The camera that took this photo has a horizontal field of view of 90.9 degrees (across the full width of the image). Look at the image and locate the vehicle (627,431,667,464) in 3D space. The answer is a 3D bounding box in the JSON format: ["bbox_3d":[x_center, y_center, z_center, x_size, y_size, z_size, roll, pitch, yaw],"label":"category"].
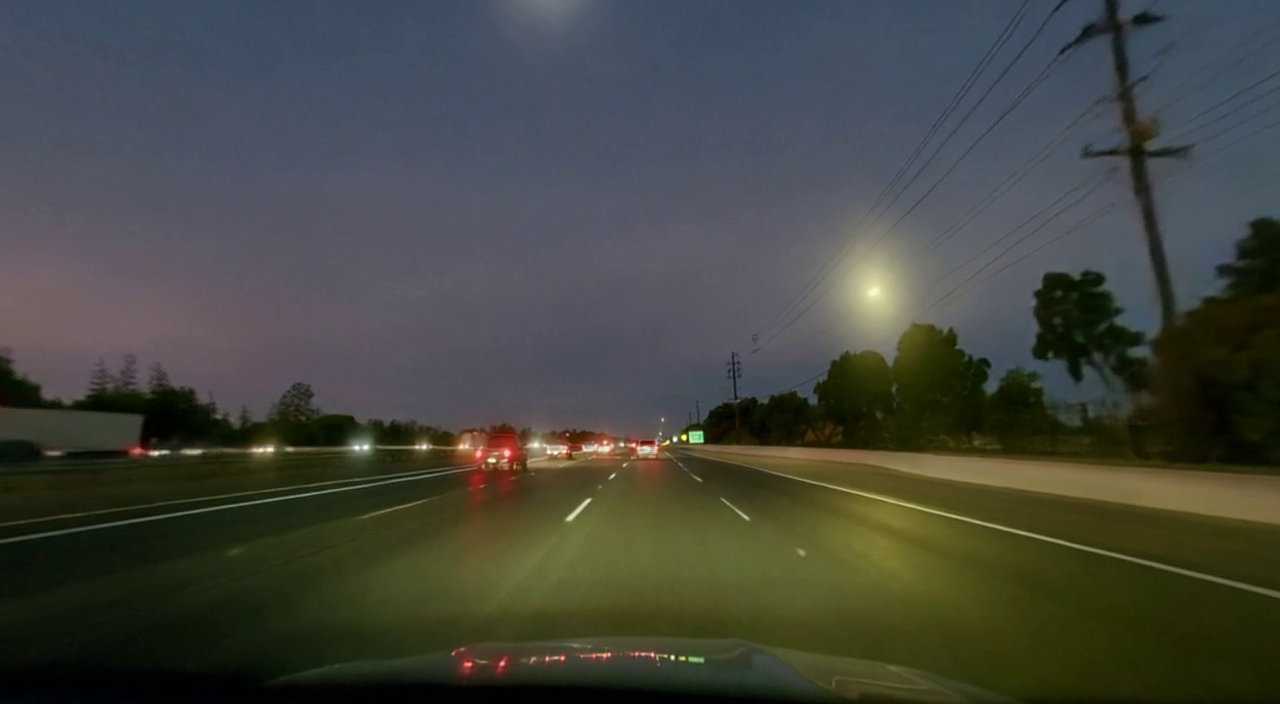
[{"bbox_3d":[0.442,6.195,41.076,2.448,2.025,5.193,0,-8,1],"label":"vehicle"}]

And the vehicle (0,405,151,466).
[{"bbox_3d":[-40.274,5.911,44.271,2.866,3.719,10.874,0,-8,2],"label":"vehicle"}]

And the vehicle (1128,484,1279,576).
[{"bbox_3d":[26.620,7.950,29.034,2.975,3.291,6.400,0,-8,-1],"label":"vehicle"}]

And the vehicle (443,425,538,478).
[{"bbox_3d":[-6.245,4.259,27.345,2.460,1.992,6.474,0,-8,1],"label":"vehicle"}]
